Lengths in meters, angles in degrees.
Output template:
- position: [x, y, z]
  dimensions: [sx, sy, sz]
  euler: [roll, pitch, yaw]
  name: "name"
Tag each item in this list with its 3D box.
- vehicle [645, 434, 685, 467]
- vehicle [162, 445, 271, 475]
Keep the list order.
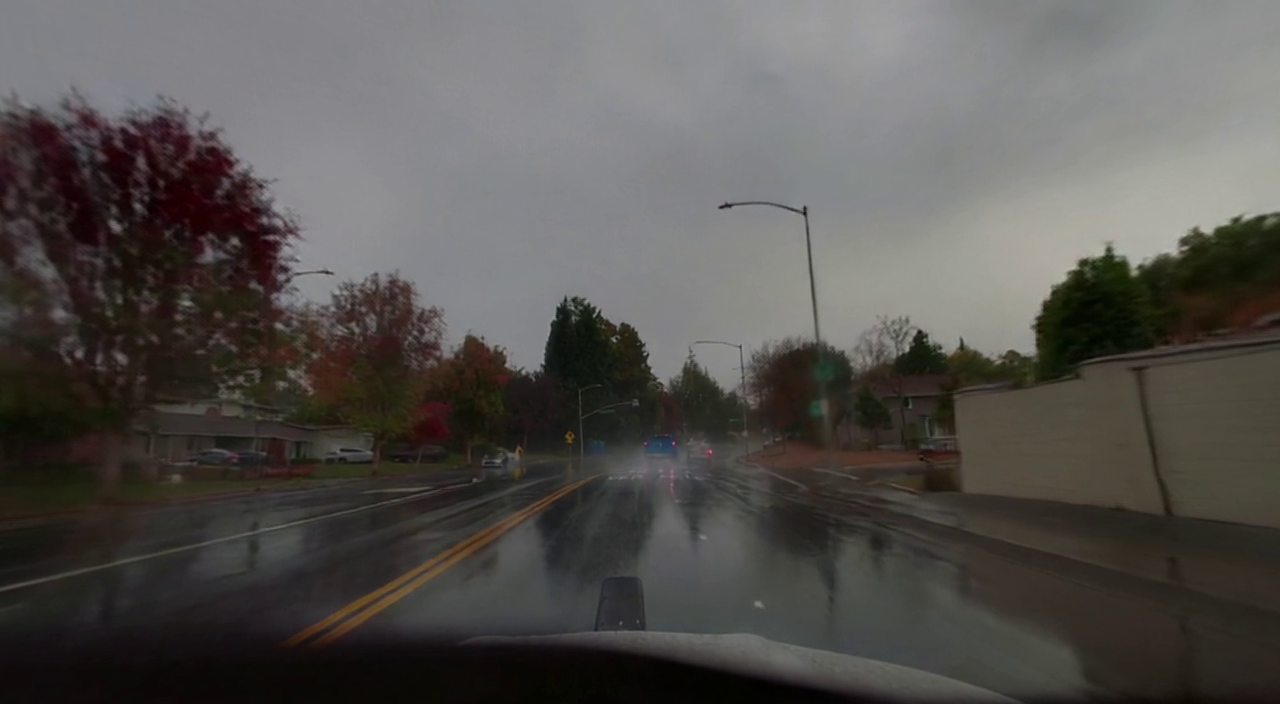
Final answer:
- position: [1.640, 6.239, 40.114]
  dimensions: [2.153, 1.942, 4.767]
  euler: [-1, -9, 6]
  name: "vehicle"
- position: [-25.817, 6.611, 38.701]
  dimensions: [4.975, 1.732, 2.165]
  euler: [2, -9, -13]
  name: "vehicle"
